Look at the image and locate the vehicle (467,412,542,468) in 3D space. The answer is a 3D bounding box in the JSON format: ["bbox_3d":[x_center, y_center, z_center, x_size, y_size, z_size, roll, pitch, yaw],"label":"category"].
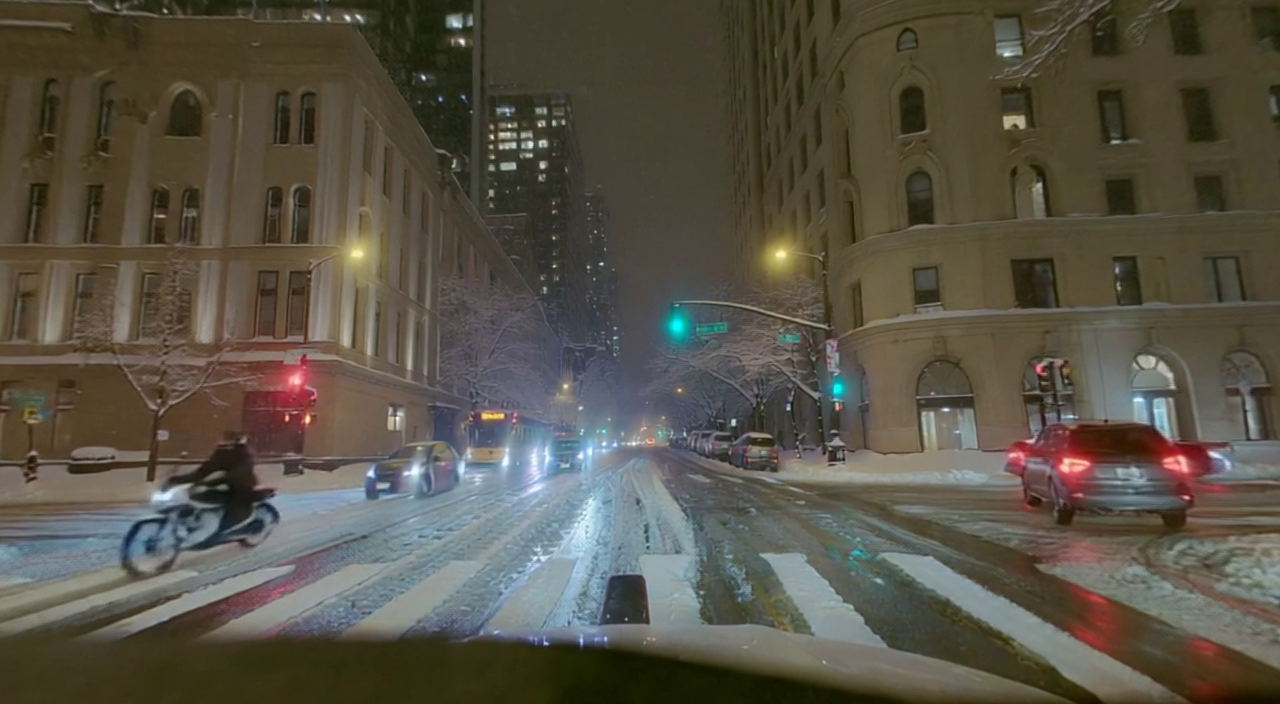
[{"bbox_3d":[-8.938,6.029,42.977,2.981,3.391,9.957,0,-8,0],"label":"vehicle"}]

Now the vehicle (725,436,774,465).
[{"bbox_3d":[6.242,5.647,36.298,1.926,1.574,3.961,0,-8,-2],"label":"vehicle"}]

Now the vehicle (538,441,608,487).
[{"bbox_3d":[-2.430,3.808,21.819,1.904,1.402,4.759,2,-9,-12],"label":"vehicle"}]

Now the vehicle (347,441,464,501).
[{"bbox_3d":[-6.605,3.370,18.283,1.861,1.508,4.052,0,-8,0],"label":"vehicle"}]

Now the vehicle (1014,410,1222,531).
[{"bbox_3d":[7.532,1.858,10.517,1.912,1.505,4.889,-4,-9,28],"label":"vehicle"}]
